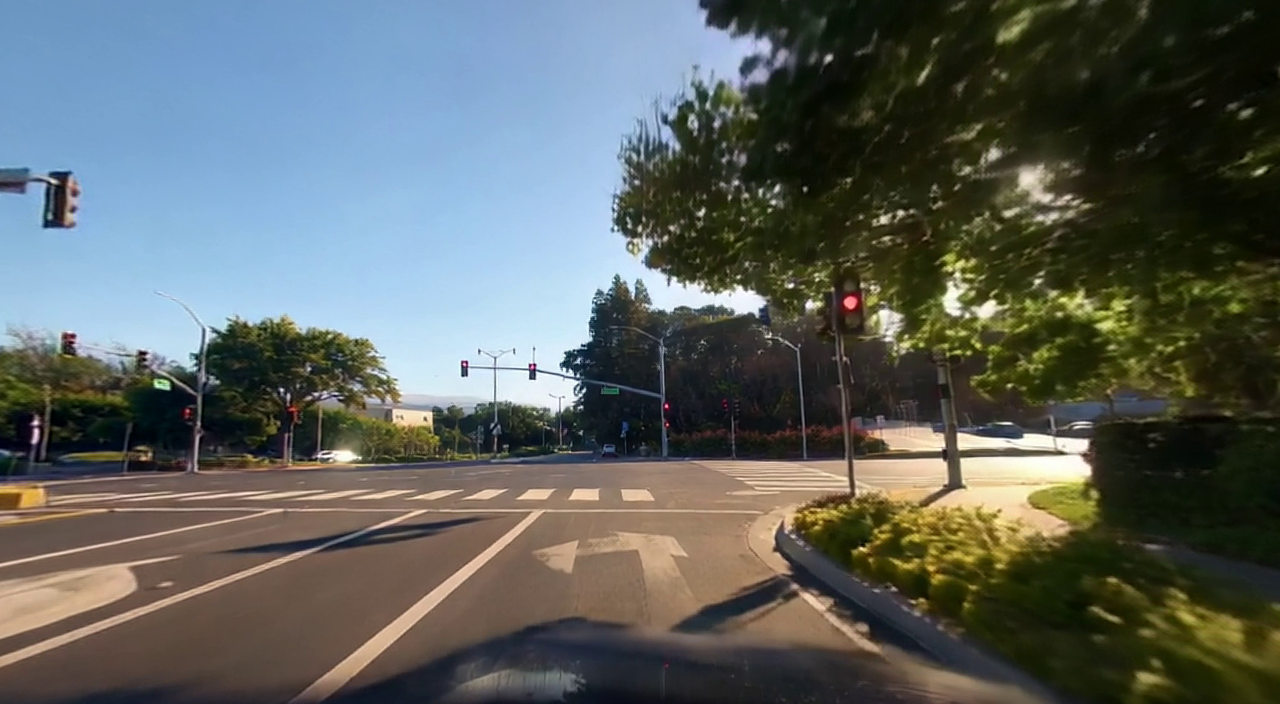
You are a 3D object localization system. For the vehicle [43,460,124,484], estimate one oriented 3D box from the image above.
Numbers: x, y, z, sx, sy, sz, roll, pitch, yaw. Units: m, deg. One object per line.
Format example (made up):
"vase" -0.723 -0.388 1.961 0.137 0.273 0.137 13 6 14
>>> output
"vehicle" -36.860 7.953 41.768 3.748 1.389 1.656 -1 -7 -1
